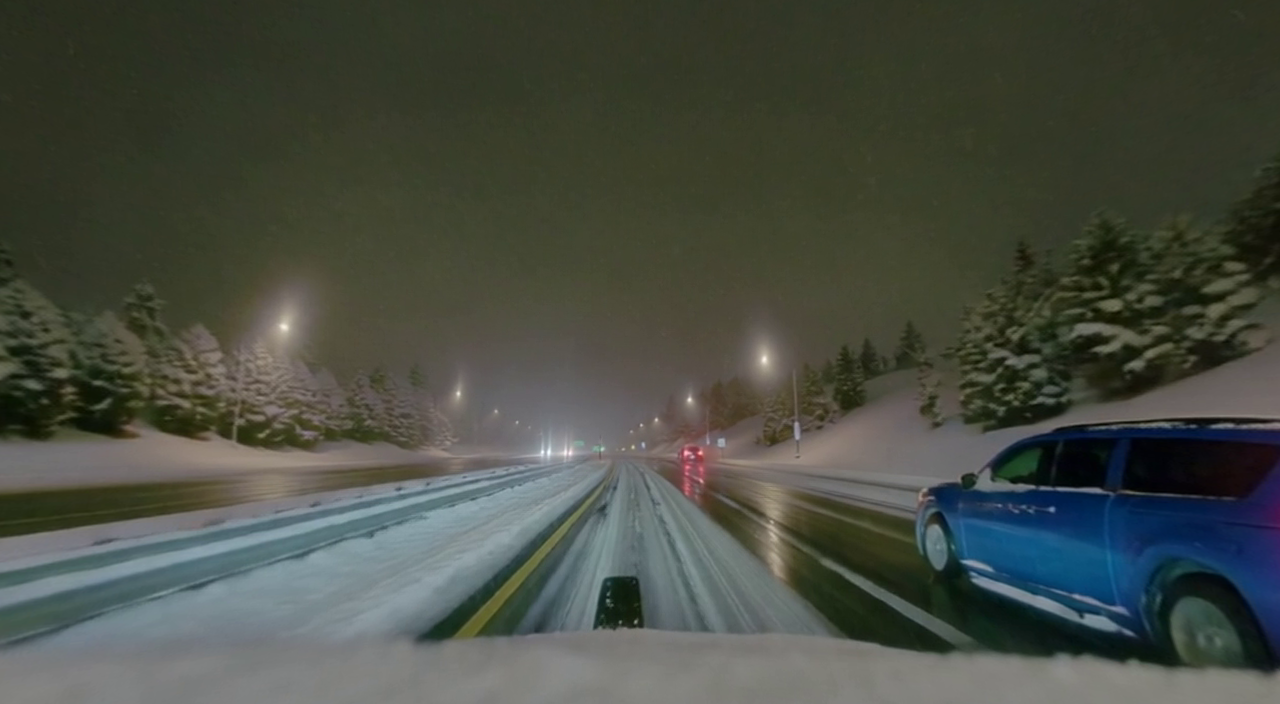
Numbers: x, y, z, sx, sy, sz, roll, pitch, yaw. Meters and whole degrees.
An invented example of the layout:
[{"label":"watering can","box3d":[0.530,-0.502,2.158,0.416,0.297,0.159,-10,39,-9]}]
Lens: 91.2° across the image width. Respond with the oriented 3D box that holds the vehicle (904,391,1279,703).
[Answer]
[{"label":"vehicle","box3d":[3.647,1.186,4.025,2.002,1.604,4.265,-1,-9,0]}]
